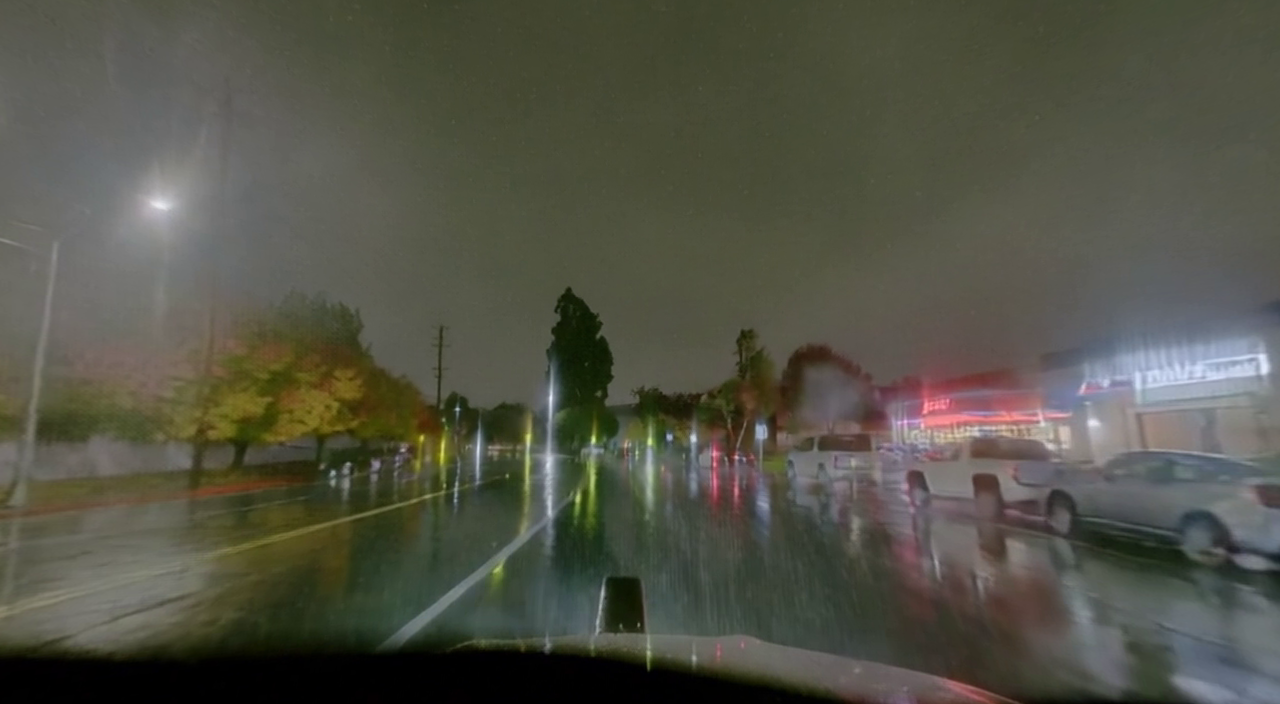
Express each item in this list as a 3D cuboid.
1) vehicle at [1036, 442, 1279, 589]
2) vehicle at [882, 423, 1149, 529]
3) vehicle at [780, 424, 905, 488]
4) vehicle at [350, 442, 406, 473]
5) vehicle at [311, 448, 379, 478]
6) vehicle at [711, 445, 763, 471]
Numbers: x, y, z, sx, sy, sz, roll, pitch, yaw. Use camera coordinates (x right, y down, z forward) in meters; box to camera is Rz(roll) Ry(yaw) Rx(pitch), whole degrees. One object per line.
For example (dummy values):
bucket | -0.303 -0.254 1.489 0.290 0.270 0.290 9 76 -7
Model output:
vehicle | 7.424 1.855 7.709 1.870 1.469 5.136 0 -9 0
vehicle | 7.498 2.531 13.520 2.425 1.818 5.028 0 -9 -3
vehicle | 7.370 3.901 23.951 2.543 2.114 5.984 0 -9 -2
vehicle | -16.042 6.475 38.925 1.927 1.748 4.474 1 -9 -7
vehicle | -15.643 5.868 33.781 2.027 1.470 4.550 1 -9 -8
vehicle | 5.926 6.530 39.152 1.872 1.515 4.799 1 -9 -8
